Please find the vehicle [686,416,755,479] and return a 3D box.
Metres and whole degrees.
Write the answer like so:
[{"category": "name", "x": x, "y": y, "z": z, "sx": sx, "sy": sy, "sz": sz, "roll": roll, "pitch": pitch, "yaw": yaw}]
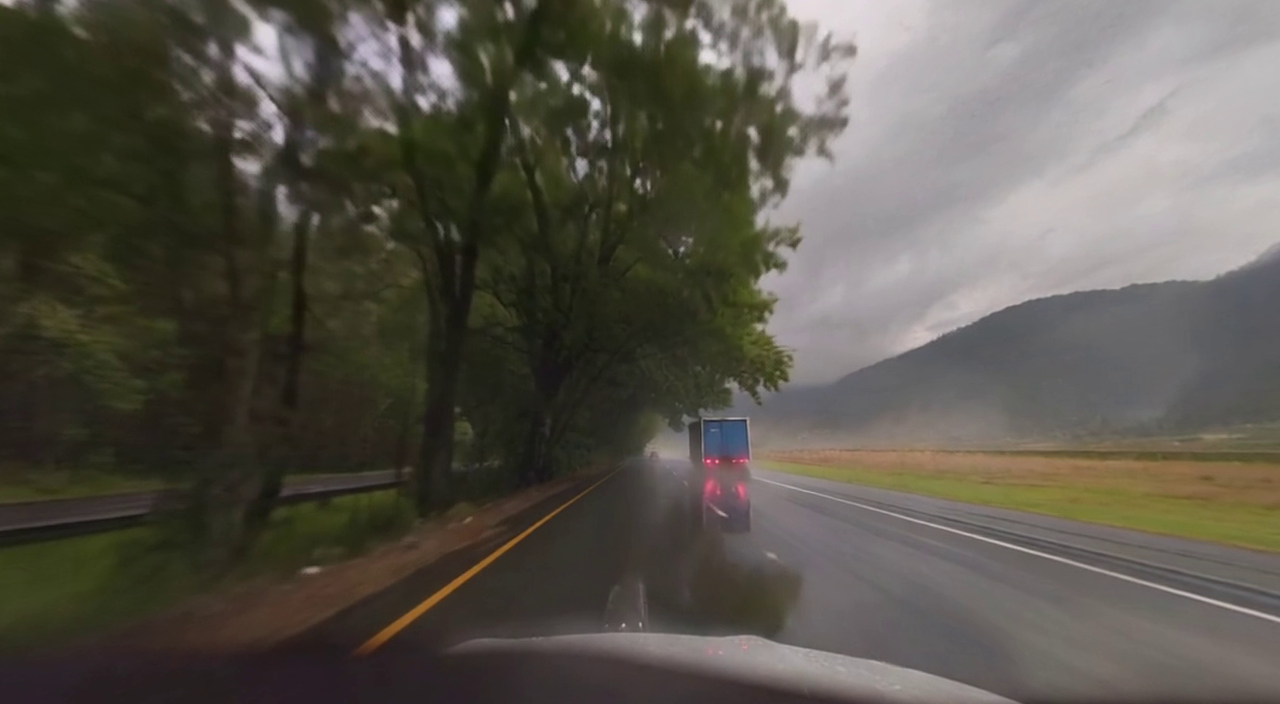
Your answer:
[{"category": "vehicle", "x": 3.844, "y": 4.776, "z": 31.492, "sx": 2.572, "sy": 2.795, "sz": 5.978, "roll": 0, "pitch": -9, "yaw": -1}]
